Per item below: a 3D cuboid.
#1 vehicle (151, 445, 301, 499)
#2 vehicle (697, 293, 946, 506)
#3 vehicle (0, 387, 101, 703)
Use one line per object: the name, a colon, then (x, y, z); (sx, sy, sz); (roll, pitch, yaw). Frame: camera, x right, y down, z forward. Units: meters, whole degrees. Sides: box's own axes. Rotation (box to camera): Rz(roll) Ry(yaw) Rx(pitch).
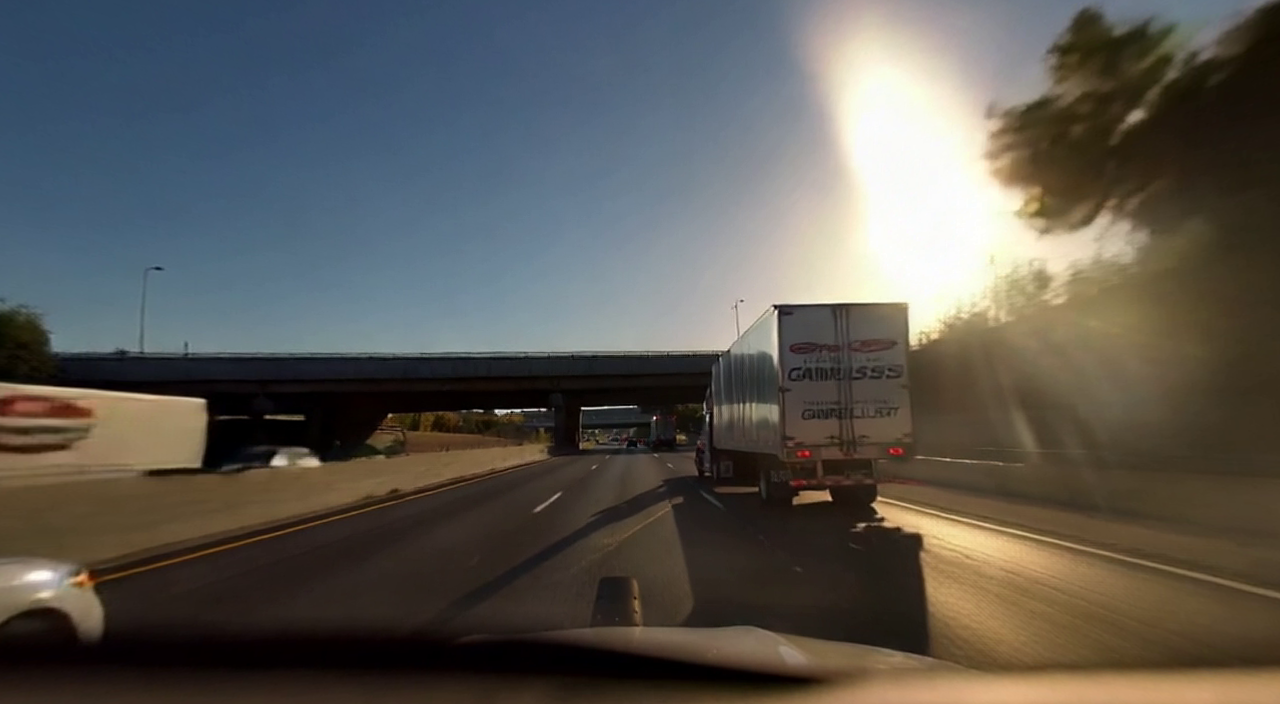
vehicle: (-12.851, 3.700, 19.934); (1.811, 1.446, 4.376); (0, -8, -1)
vehicle: (4.087, 1.878, 19.289); (2.976, 4.064, 14.619); (0, -8, -1)
vehicle: (-3.555, 0.679, 0.864); (1.990, 1.520, 4.100); (0, -8, 0)
